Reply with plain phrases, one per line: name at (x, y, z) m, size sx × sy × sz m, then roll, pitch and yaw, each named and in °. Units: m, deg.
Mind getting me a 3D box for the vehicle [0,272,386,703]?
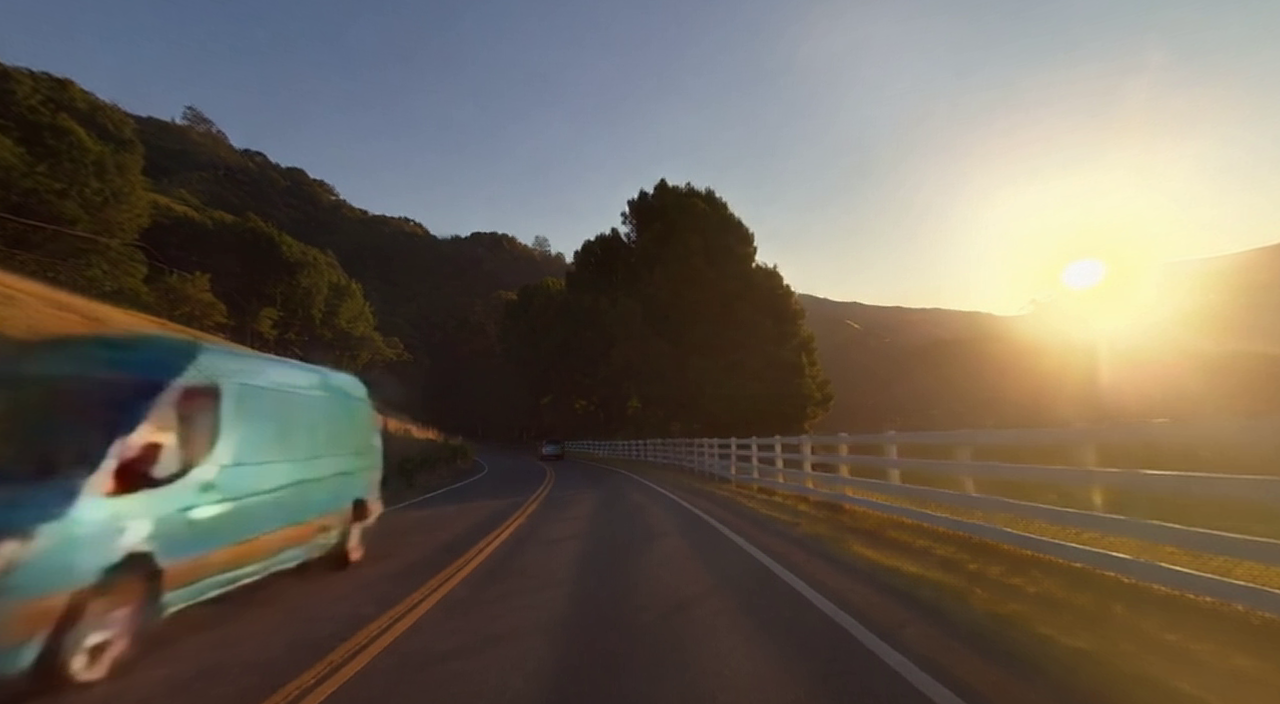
vehicle at (-4.634, 1.119, 6.173) m, size 2.373 × 2.488 × 5.160 m, roll 0°, pitch -9°, yaw -4°
